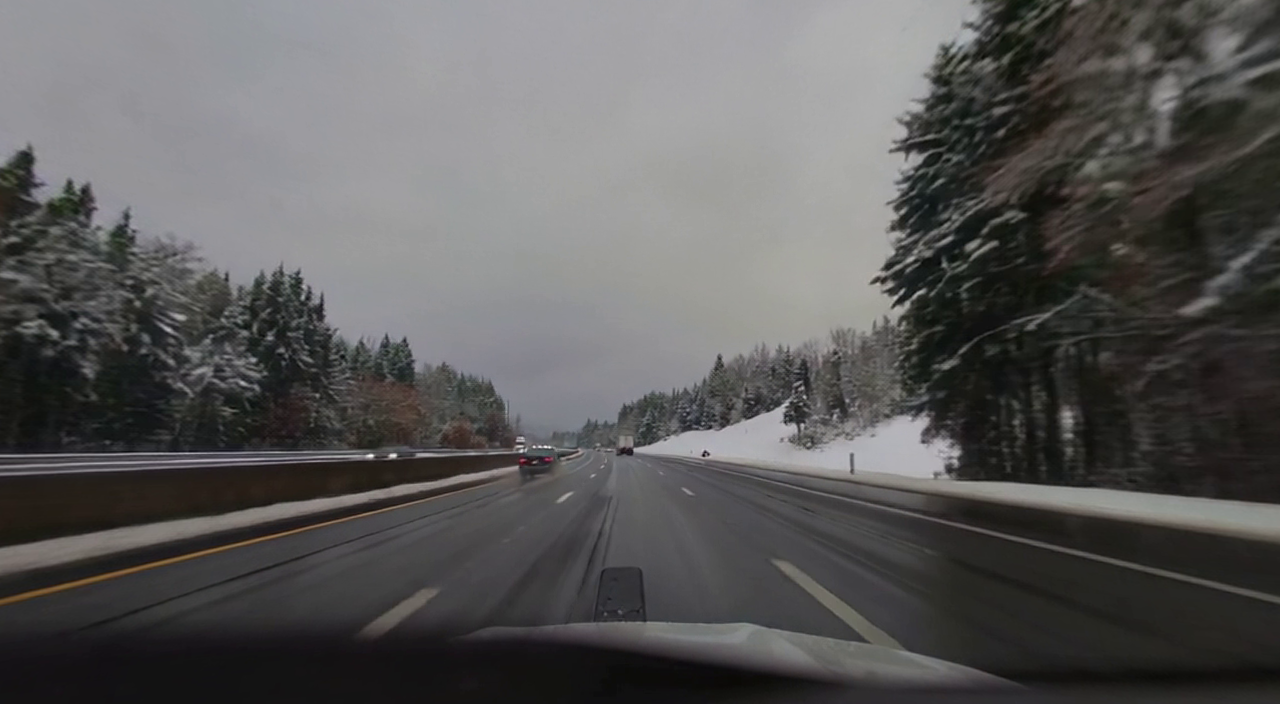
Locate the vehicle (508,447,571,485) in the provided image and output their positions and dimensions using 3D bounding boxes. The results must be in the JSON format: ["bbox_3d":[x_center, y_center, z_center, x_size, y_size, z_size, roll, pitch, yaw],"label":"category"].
[{"bbox_3d":[-4.251,4.901,27.415,2.022,1.513,4.613,0,-9,0],"label":"vehicle"}]
